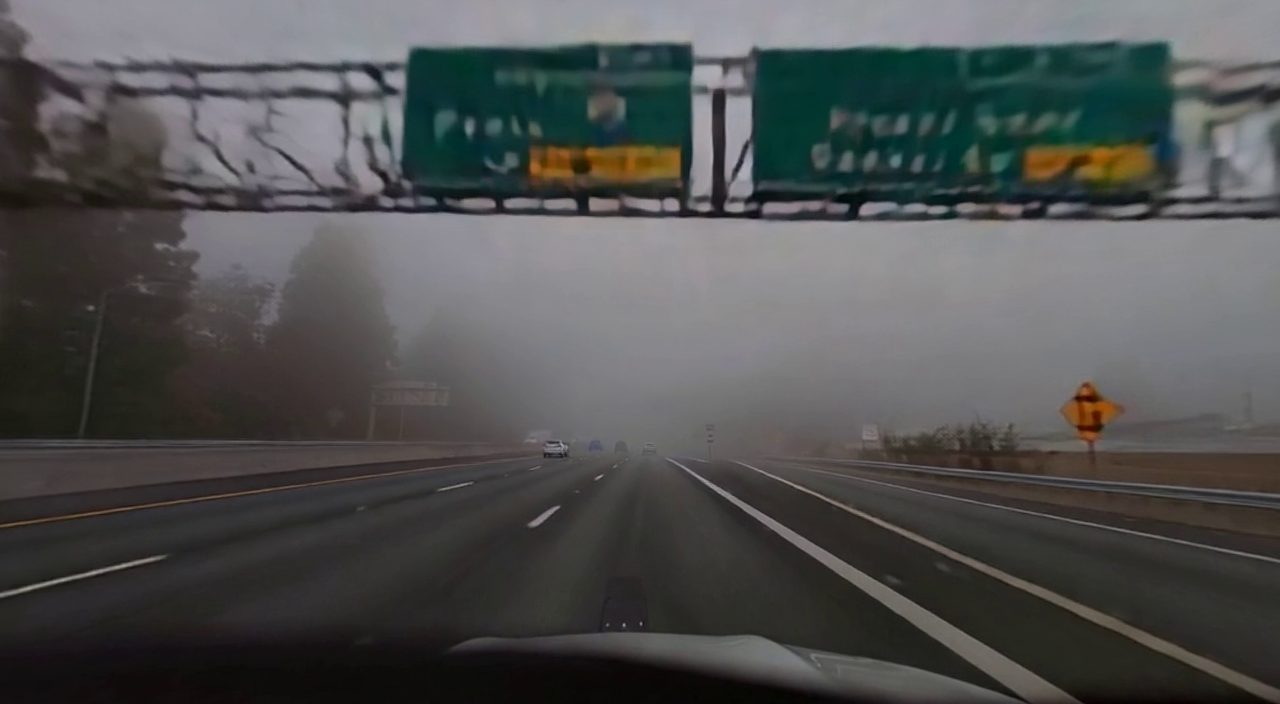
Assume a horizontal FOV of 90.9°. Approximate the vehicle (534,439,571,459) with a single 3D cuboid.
[{"bbox_3d":[-6.668,7.435,48.475,2.025,1.494,4.495,0,-8,2],"label":"vehicle"}]
